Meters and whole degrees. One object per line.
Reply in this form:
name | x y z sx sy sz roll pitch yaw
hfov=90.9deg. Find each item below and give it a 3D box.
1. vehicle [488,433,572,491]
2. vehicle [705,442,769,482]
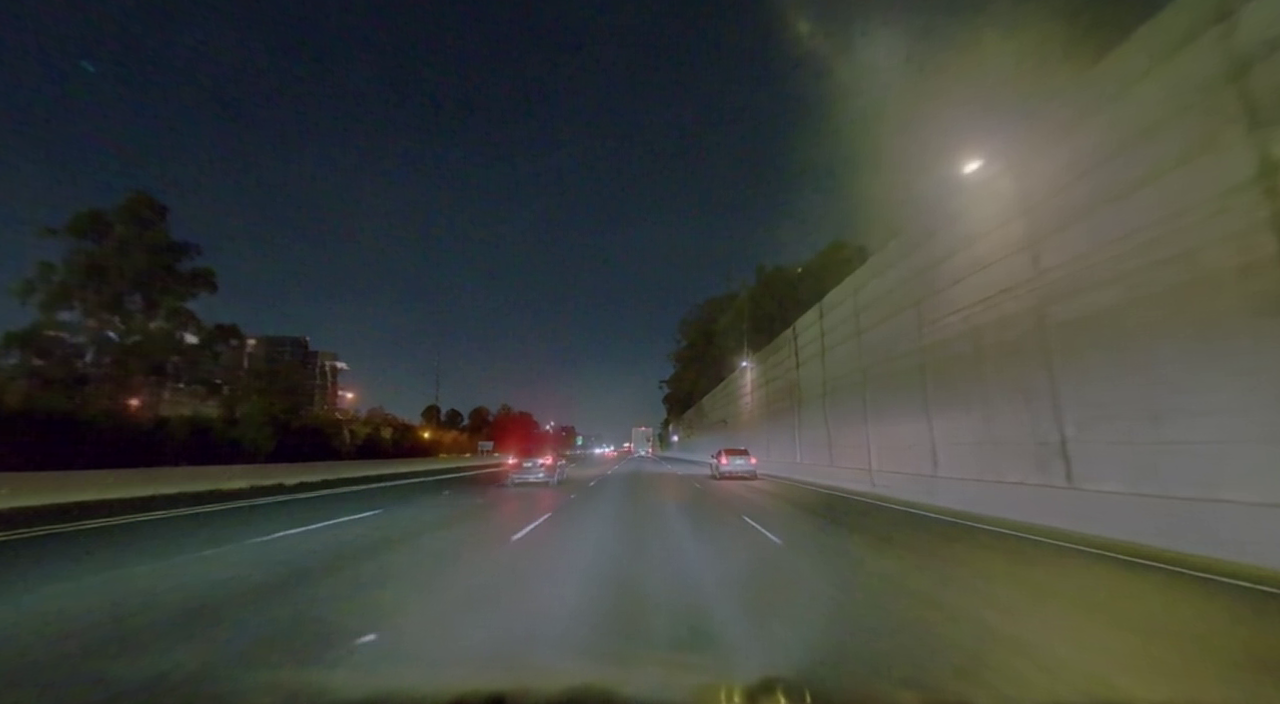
vehicle | -3.700 3.803 22.094 2.014 1.811 4.369 0 -9 2
vehicle | 4.035 4.664 26.865 1.973 1.536 4.337 0 -9 -1
